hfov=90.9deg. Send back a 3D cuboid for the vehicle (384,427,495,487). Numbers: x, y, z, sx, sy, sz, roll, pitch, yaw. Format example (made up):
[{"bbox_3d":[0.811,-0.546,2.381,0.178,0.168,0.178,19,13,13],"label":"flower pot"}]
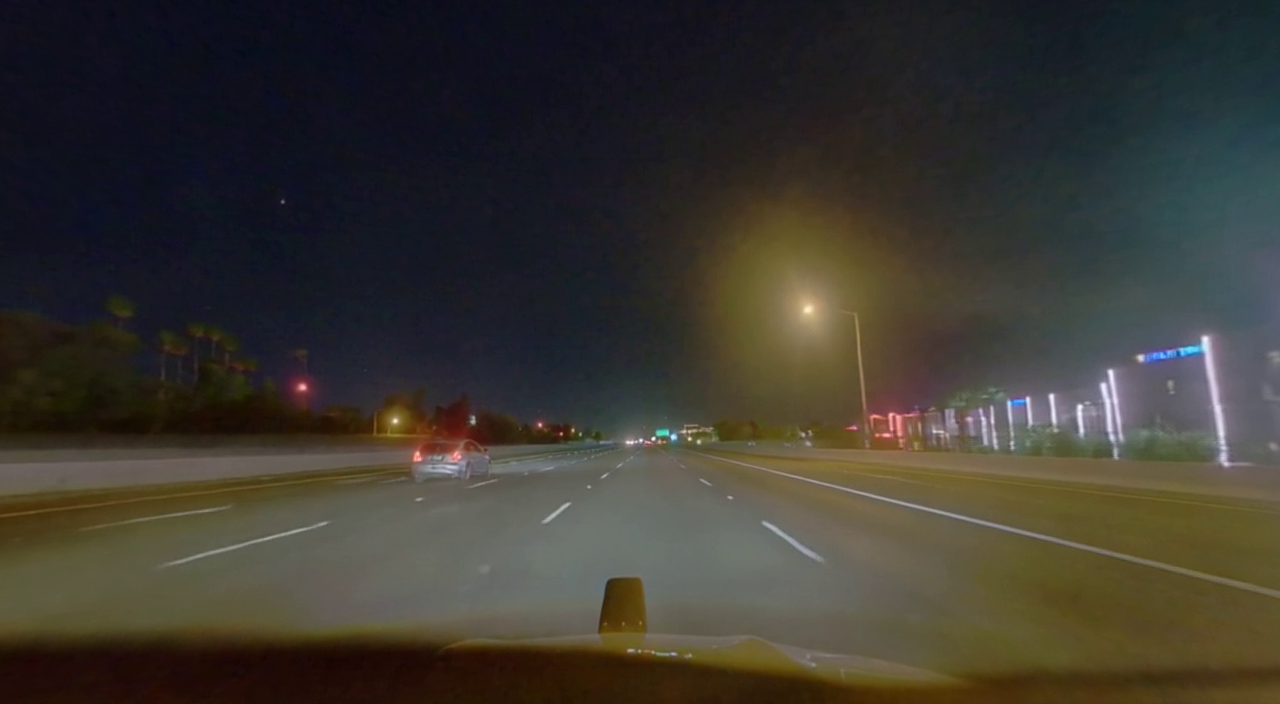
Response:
[{"bbox_3d":[-6.676,3.556,21.689,2.145,1.793,4.762,0,-8,1],"label":"vehicle"}]
